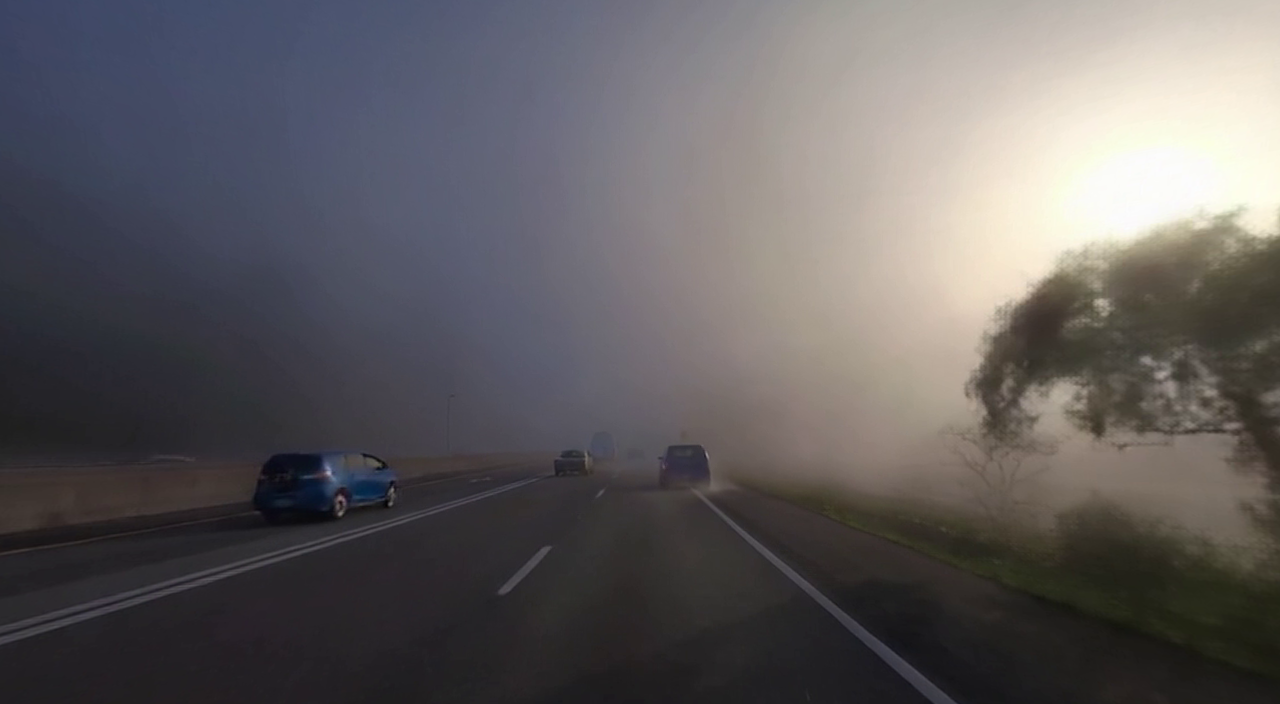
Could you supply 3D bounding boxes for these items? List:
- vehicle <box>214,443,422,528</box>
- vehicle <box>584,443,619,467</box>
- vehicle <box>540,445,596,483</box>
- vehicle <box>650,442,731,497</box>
[{"bbox_3d":[-6.651,2.762,13.806,2.012,1.504,4.729,-1,-8,1],"label":"vehicle"},{"bbox_3d":[-2.755,7.493,46.025,2.270,1.660,4.101,0,-8,0],"label":"vehicle"},{"bbox_3d":[-3.101,4.927,28.072,1.990,1.501,4.250,-1,-8,0],"label":"vehicle"},{"bbox_3d":[1.439,3.586,19.727,2.050,1.491,4.362,0,-8,-1],"label":"vehicle"}]
